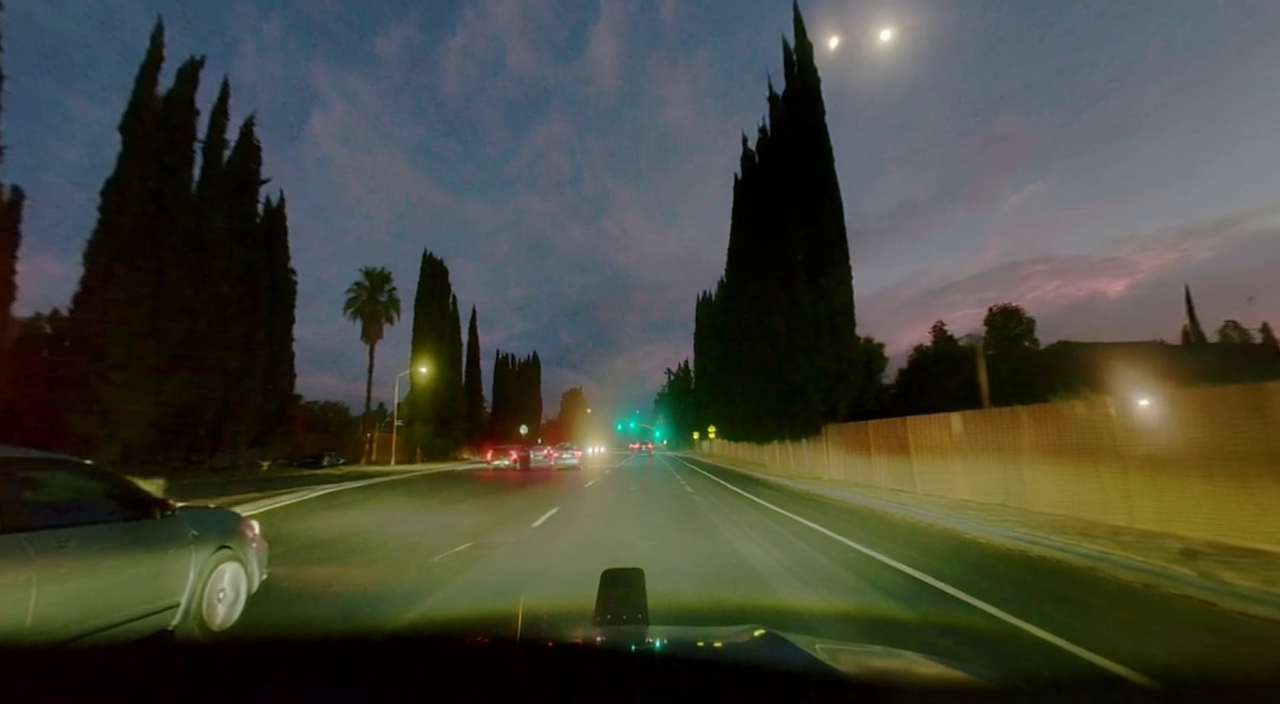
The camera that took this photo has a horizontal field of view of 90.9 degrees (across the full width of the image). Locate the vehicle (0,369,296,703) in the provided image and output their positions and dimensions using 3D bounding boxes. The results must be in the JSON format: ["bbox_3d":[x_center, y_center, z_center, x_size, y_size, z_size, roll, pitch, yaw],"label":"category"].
[{"bbox_3d":[-3.874,0.807,2.435,2.190,1.545,4.943,0,-8,2],"label":"vehicle"}]

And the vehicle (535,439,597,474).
[{"bbox_3d":[-3.344,4.805,29.293,2.188,1.473,4.651,0,-8,2],"label":"vehicle"}]

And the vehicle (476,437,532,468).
[{"bbox_3d":[-7.293,5.441,34.380,2.110,1.529,4.743,0,-8,-1],"label":"vehicle"}]
